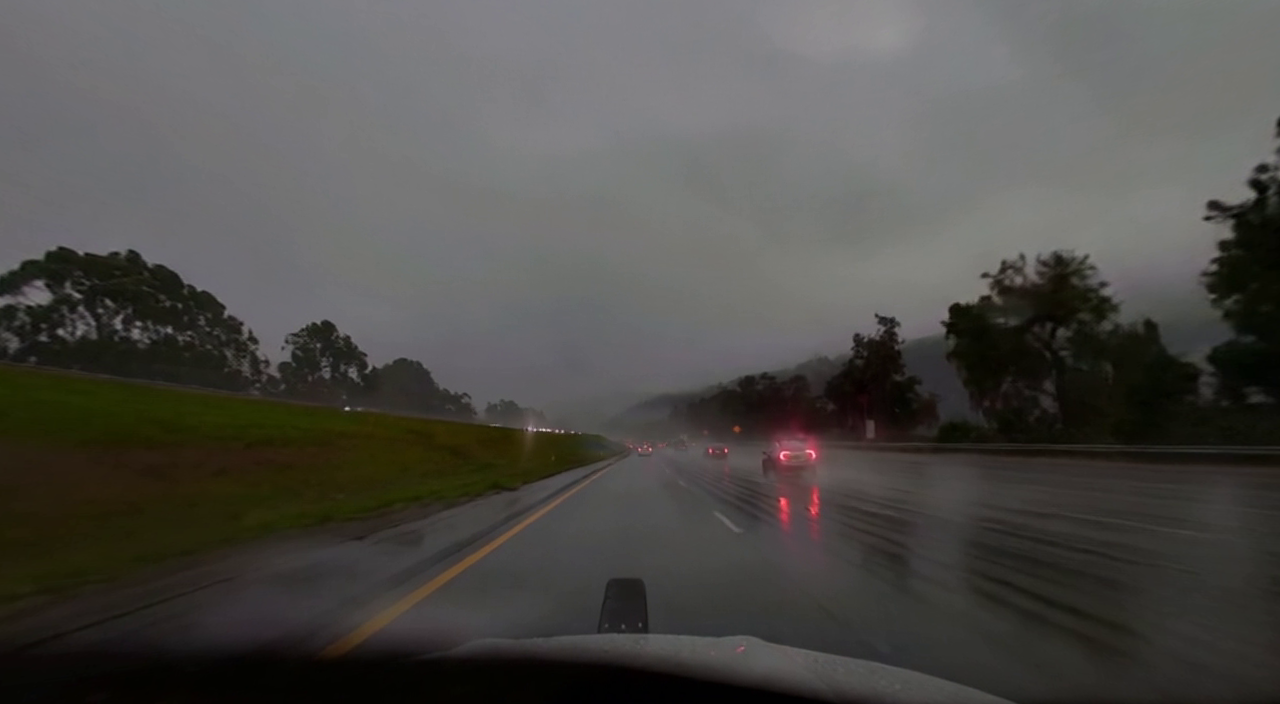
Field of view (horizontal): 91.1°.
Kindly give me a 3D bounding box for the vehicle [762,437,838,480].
[{"bbox_3d":[6.948,4.666,27.806,2.048,1.697,4.689,0,-8,-1],"label":"vehicle"}]
